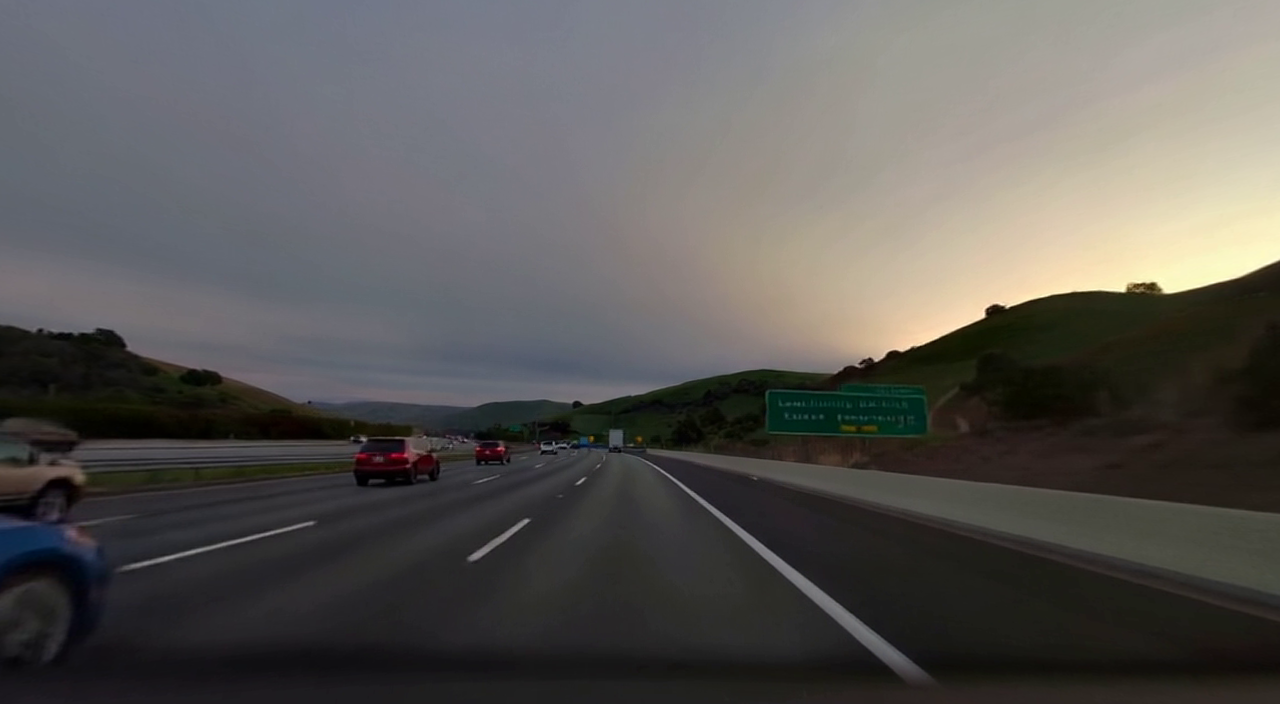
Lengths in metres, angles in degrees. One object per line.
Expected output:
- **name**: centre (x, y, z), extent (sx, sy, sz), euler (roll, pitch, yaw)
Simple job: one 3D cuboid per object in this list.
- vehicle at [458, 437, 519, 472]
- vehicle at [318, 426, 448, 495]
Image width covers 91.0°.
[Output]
- **vehicle**: centre (-7.823, 5.332, 32.986), extent (2.099, 1.644, 4.638), euler (1, -9, -1)
- **vehicle**: centre (-7.315, 3.127, 18.466), extent (2.081, 1.740, 4.268), euler (1, -9, -2)
